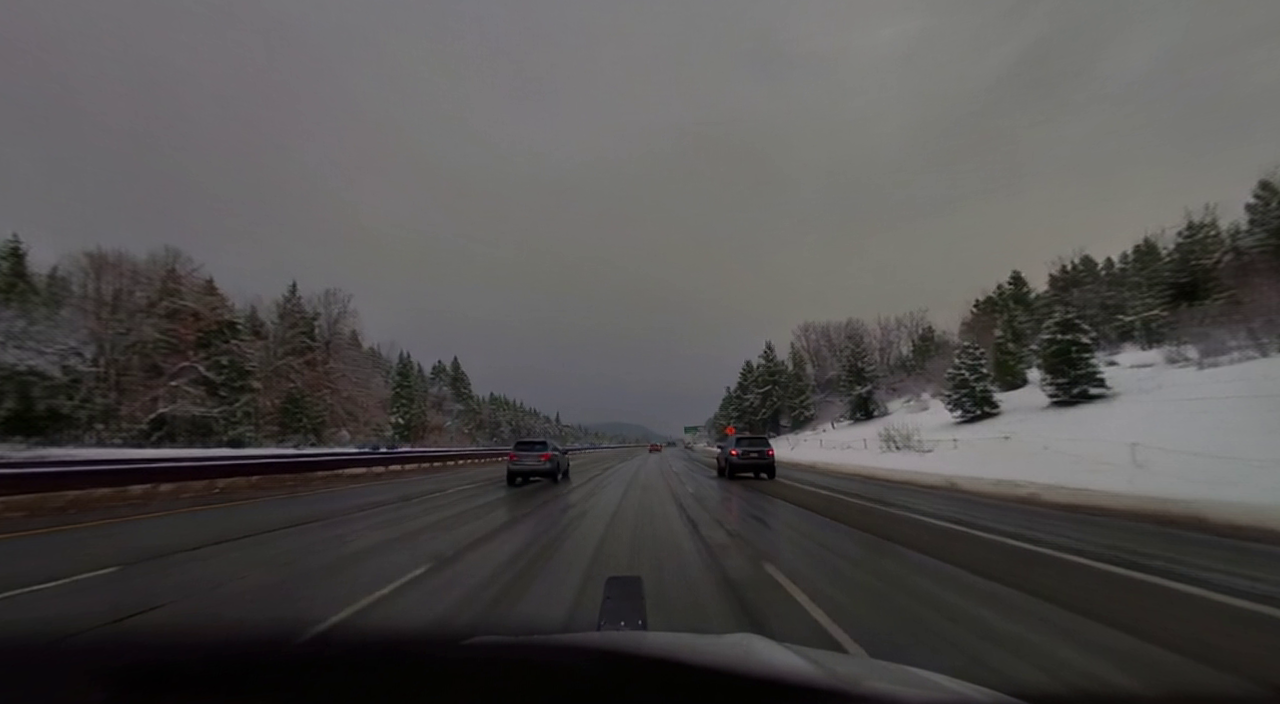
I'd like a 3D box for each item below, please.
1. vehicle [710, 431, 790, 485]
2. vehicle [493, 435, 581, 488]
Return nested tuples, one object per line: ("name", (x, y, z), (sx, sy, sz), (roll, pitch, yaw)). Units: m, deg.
("vehicle", (3.930, 3.874, 23.291), (2.149, 1.796, 4.487), (0, -8, 0))
("vehicle", (-3.376, 3.705, 21.594), (2.166, 1.608, 4.297), (0, -8, 2))
